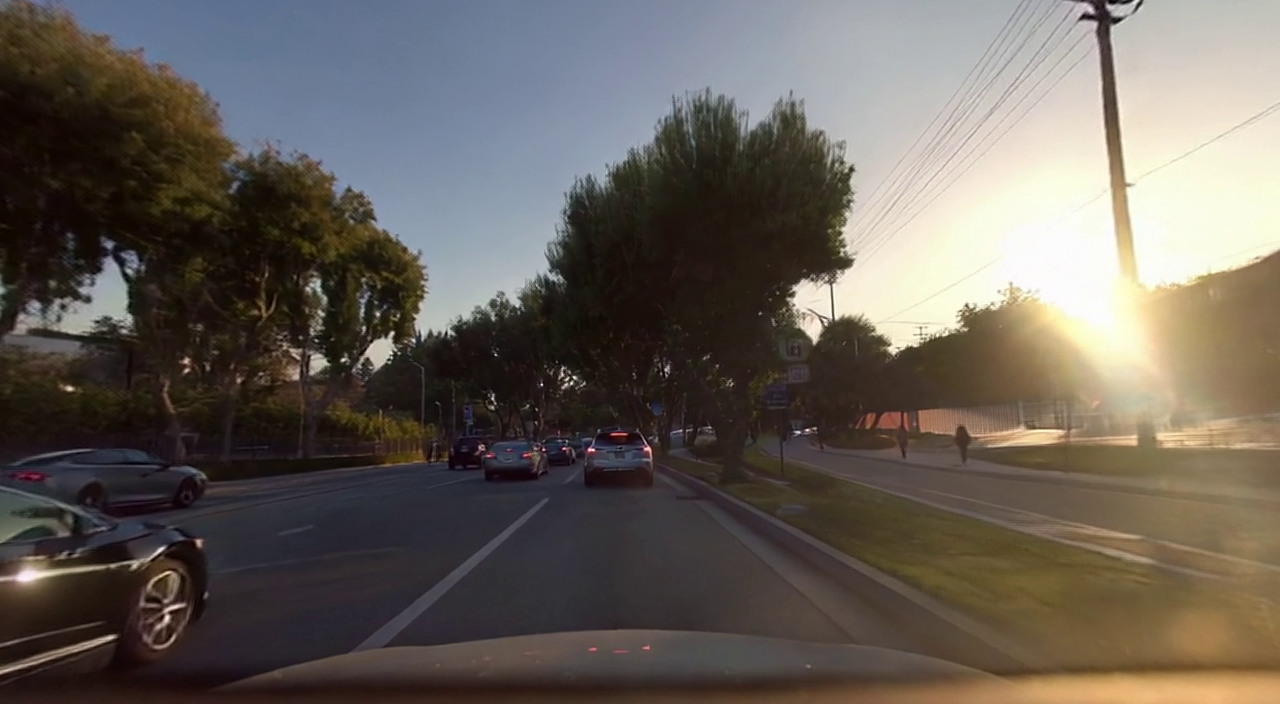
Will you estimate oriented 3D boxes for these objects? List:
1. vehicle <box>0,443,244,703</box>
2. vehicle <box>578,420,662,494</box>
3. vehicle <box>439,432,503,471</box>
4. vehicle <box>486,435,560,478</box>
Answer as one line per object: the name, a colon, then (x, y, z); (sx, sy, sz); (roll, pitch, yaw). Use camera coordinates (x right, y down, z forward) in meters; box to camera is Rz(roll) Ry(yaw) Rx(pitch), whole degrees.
vehicle: (-3.609, 0.950, 1.984); (1.865, 1.314, 4.461); (0, -8, 0)
vehicle: (-0.534, 2.825, 17.270); (2.012, 1.769, 3.897); (0, -8, -2)
vehicle: (-7.599, 4.506, 28.779); (1.860, 1.634, 4.089); (0, -8, -2)
vehicle: (-4.390, 3.999, 24.392); (2.087, 1.485, 4.452); (0, -8, -1)
